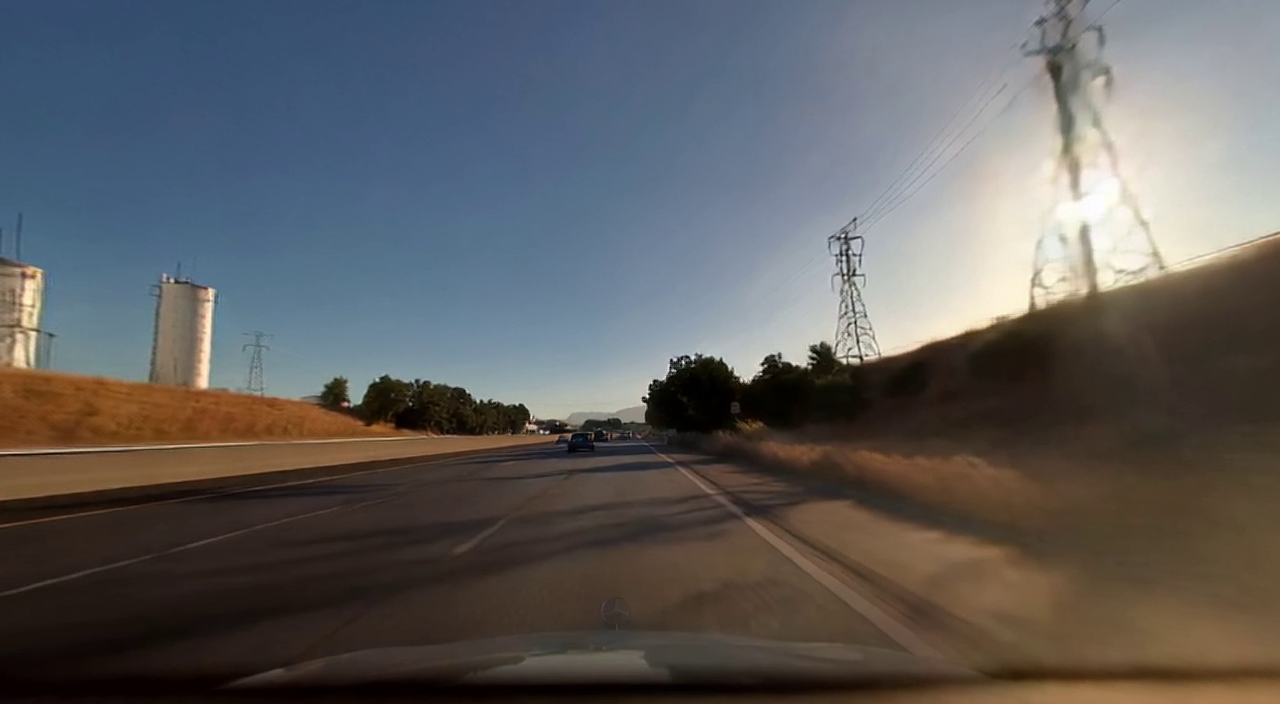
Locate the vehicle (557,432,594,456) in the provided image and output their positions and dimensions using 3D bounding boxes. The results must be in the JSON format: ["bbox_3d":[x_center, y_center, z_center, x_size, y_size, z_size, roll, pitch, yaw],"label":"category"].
[{"bbox_3d":[-4.005,5.796,39.800,1.952,1.462,3.969,0,-8,-1],"label":"vehicle"}]
